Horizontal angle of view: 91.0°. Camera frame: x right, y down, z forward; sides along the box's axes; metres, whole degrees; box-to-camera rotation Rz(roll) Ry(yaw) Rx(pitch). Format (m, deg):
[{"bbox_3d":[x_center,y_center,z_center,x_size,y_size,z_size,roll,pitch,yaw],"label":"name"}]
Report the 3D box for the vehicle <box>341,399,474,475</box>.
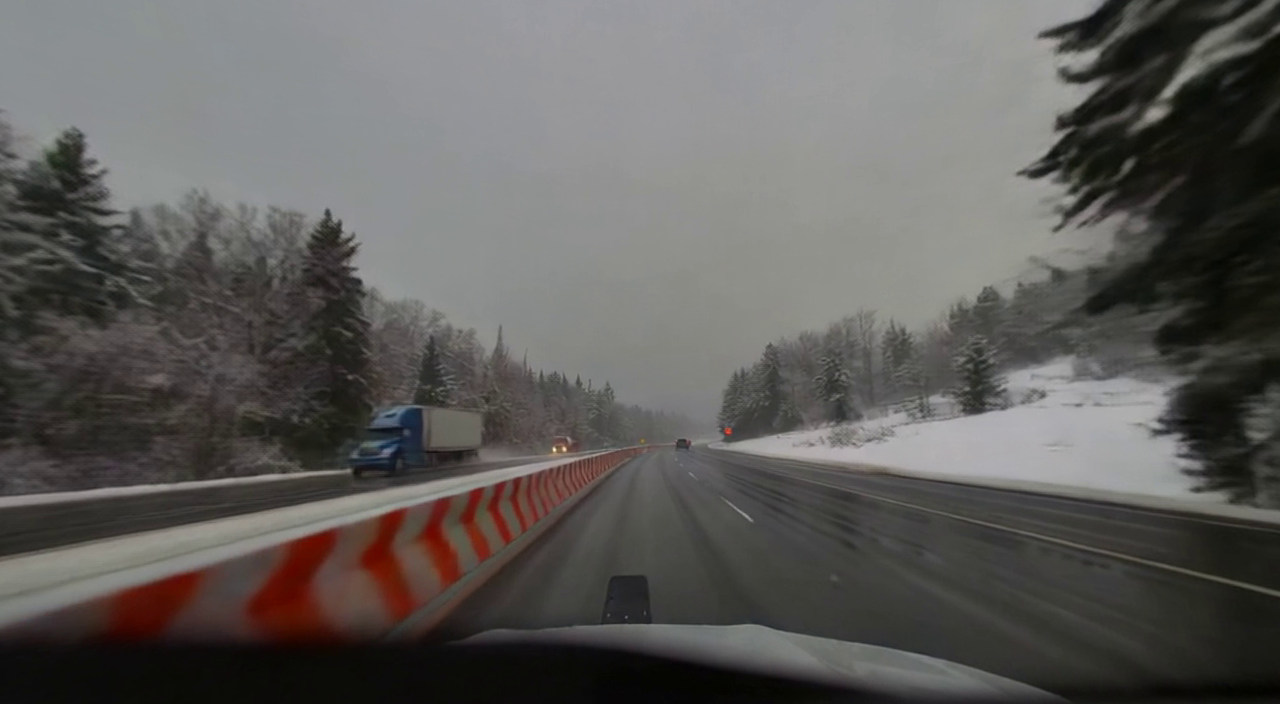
[{"bbox_3d":[-14.435,5.608,41.076,3.100,4.065,13.948,0,-8,1],"label":"vehicle"}]
